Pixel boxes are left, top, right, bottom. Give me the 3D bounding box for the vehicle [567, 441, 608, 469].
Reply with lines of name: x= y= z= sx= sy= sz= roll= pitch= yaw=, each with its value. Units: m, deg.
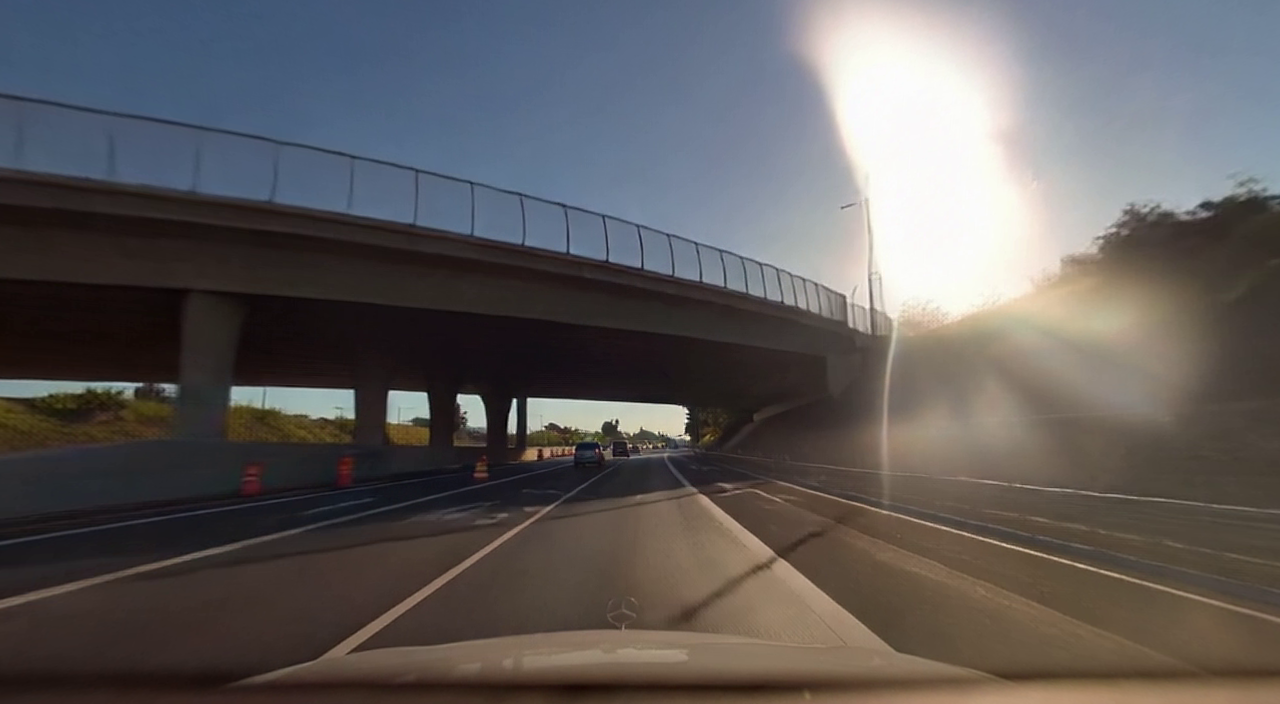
vehicle: x=-3.102 y=6.223 z=38.090 sx=2.078 sy=1.629 sz=4.059 roll=0 pitch=-8 yaw=1
